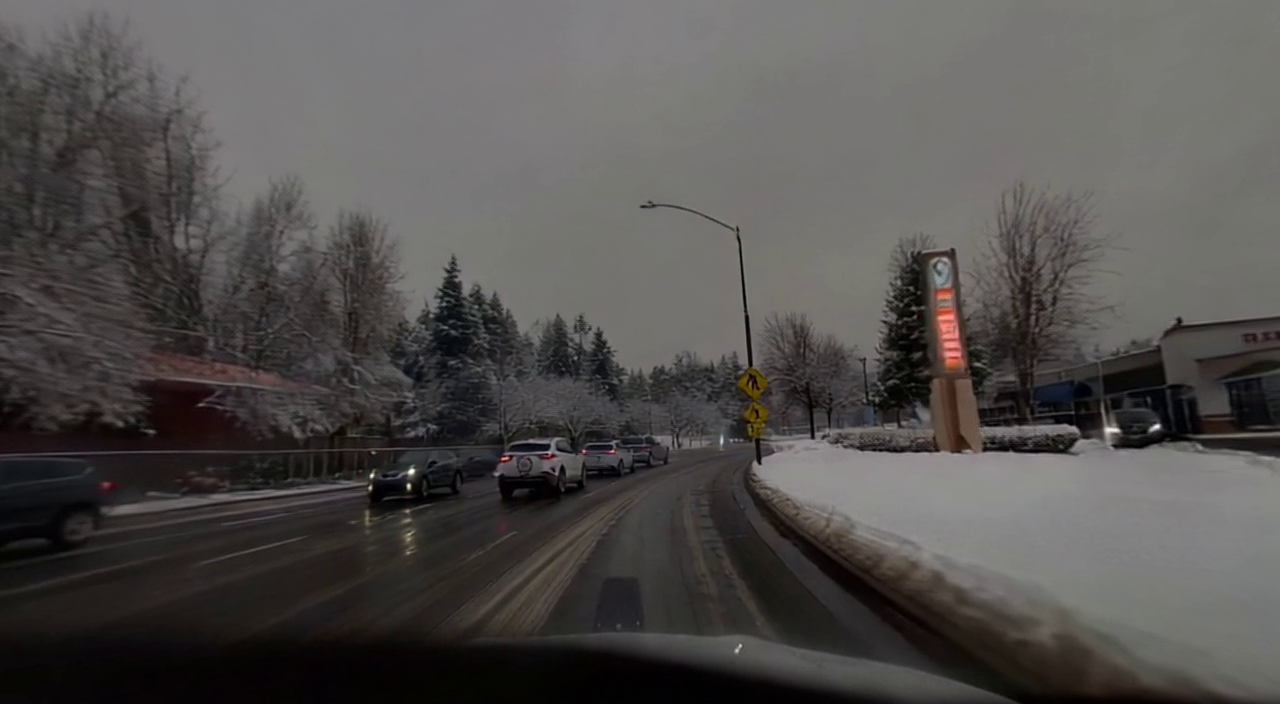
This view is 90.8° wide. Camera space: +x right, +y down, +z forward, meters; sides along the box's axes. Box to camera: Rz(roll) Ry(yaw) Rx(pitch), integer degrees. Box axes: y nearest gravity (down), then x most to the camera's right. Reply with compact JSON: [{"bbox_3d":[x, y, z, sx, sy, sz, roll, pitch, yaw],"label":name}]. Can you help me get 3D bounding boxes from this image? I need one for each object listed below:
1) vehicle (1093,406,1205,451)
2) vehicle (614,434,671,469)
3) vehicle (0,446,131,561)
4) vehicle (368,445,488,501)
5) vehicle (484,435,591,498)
[{"bbox_3d":[21.953,3.351,27.204,4.982,1.789,2.303,6,-10,-35],"label":"vehicle"},{"bbox_3d":[0.218,5.538,35.353,2.167,1.832,4.679,-2,-9,13],"label":"vehicle"},{"bbox_3d":[-10.426,2.286,9.559,1.799,1.682,4.637,0,-8,-4],"label":"vehicle"},{"bbox_3d":[-6.529,3.734,19.962,1.974,1.558,3.949,-1,-8,8],"label":"vehicle"},{"bbox_3d":[-2.910,3.362,19.016,2.002,1.664,4.113,-1,-8,8],"label":"vehicle"}]
